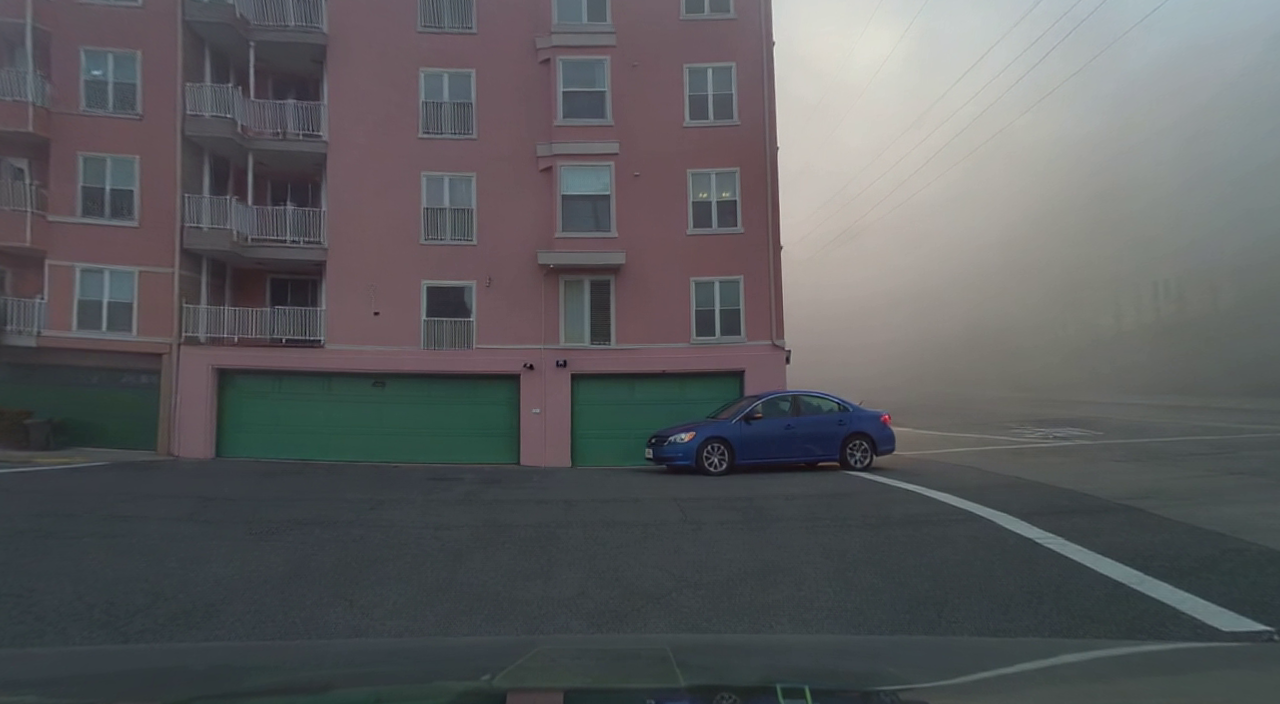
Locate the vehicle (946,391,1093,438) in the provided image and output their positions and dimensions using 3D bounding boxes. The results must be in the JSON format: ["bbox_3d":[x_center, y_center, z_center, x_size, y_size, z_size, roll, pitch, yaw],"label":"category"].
[{"bbox_3d":[15.047,2.542,25.239,4.438,1.776,2.182,0,-8,0],"label":"vehicle"}]

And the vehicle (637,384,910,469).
[{"bbox_3d":[2.296,1.415,11.834,4.697,1.444,1.825,0,-8,-1],"label":"vehicle"}]

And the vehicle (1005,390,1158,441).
[{"bbox_3d":[15.841,2.322,22.781,3.905,1.475,2.057,-4,-7,-3],"label":"vehicle"}]
